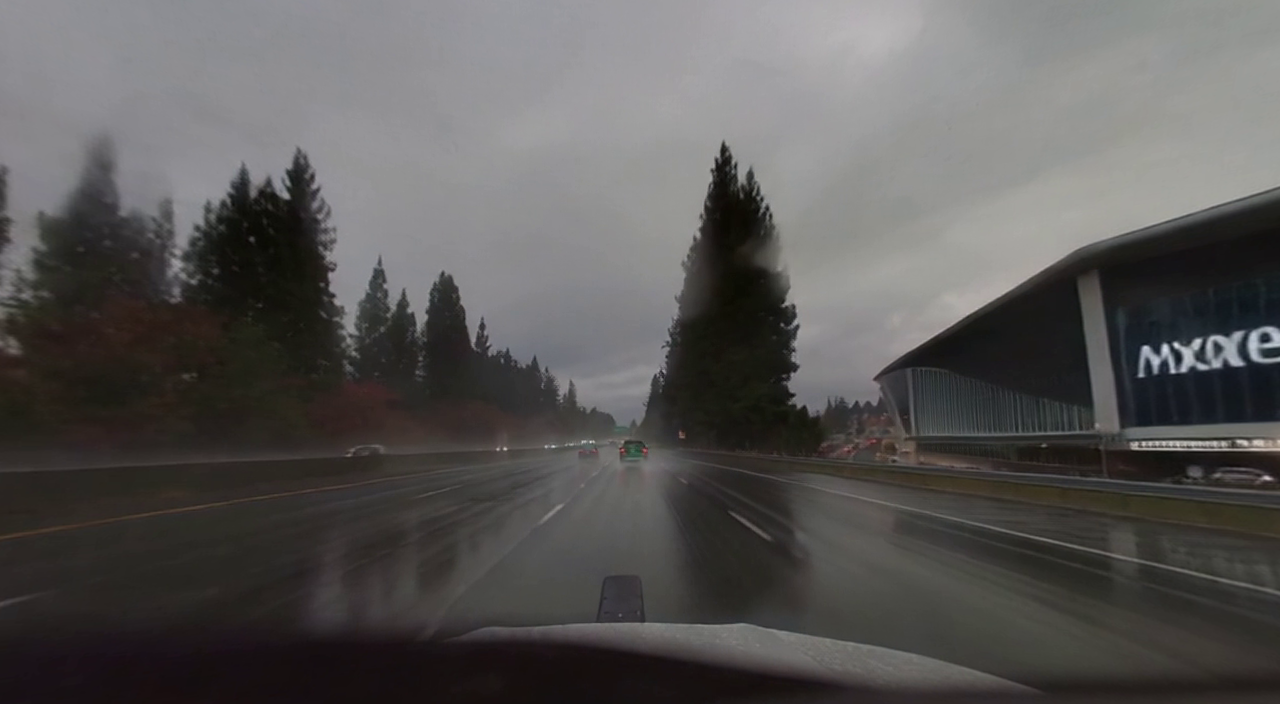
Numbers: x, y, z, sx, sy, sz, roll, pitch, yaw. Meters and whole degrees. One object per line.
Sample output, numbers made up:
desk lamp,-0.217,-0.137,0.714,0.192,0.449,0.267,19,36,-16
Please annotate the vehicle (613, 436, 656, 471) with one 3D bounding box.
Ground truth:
vehicle,-0.325,5.756,35.948,2.302,1.810,4.707,0,-8,-1
